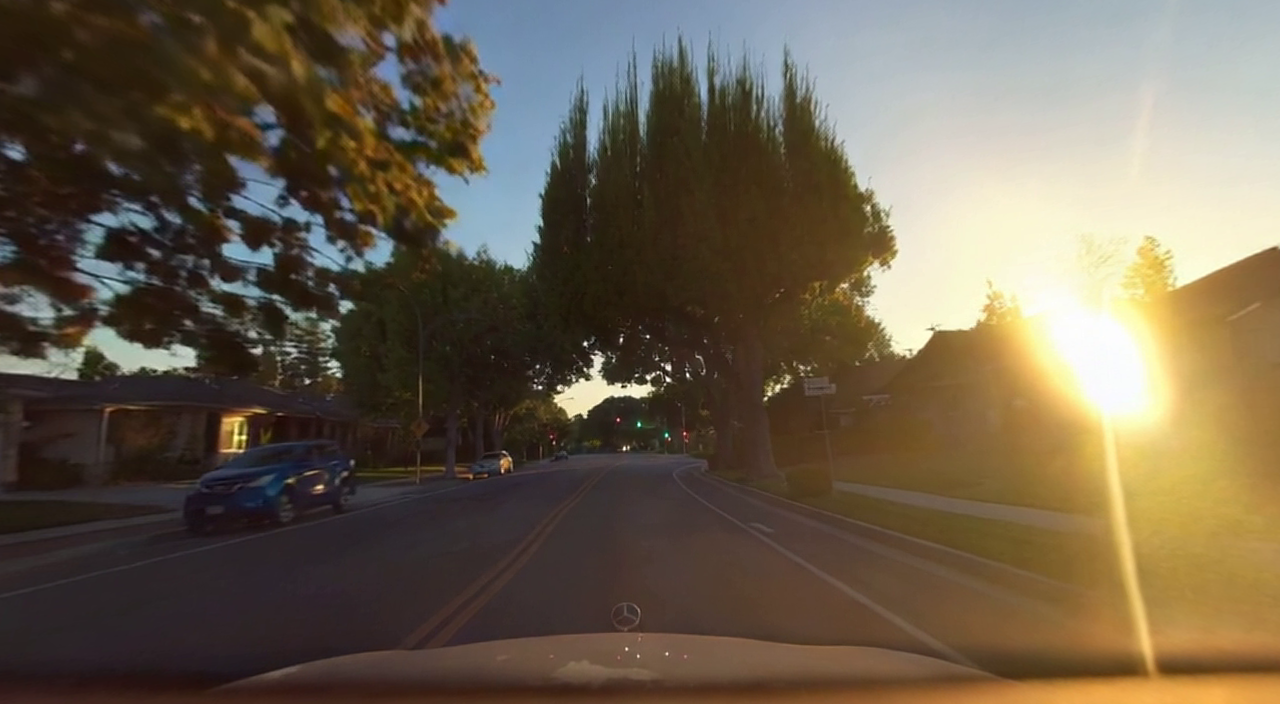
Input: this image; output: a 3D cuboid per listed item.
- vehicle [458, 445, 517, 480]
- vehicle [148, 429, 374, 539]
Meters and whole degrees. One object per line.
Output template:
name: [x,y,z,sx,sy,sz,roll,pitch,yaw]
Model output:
vehicle: [-8.315,6.026,34.829,2.130,1.692,4.544,-3,-8,-1]
vehicle: [-7.634,2.668,13.421,2.209,1.807,4.432,-2,-9,-3]
